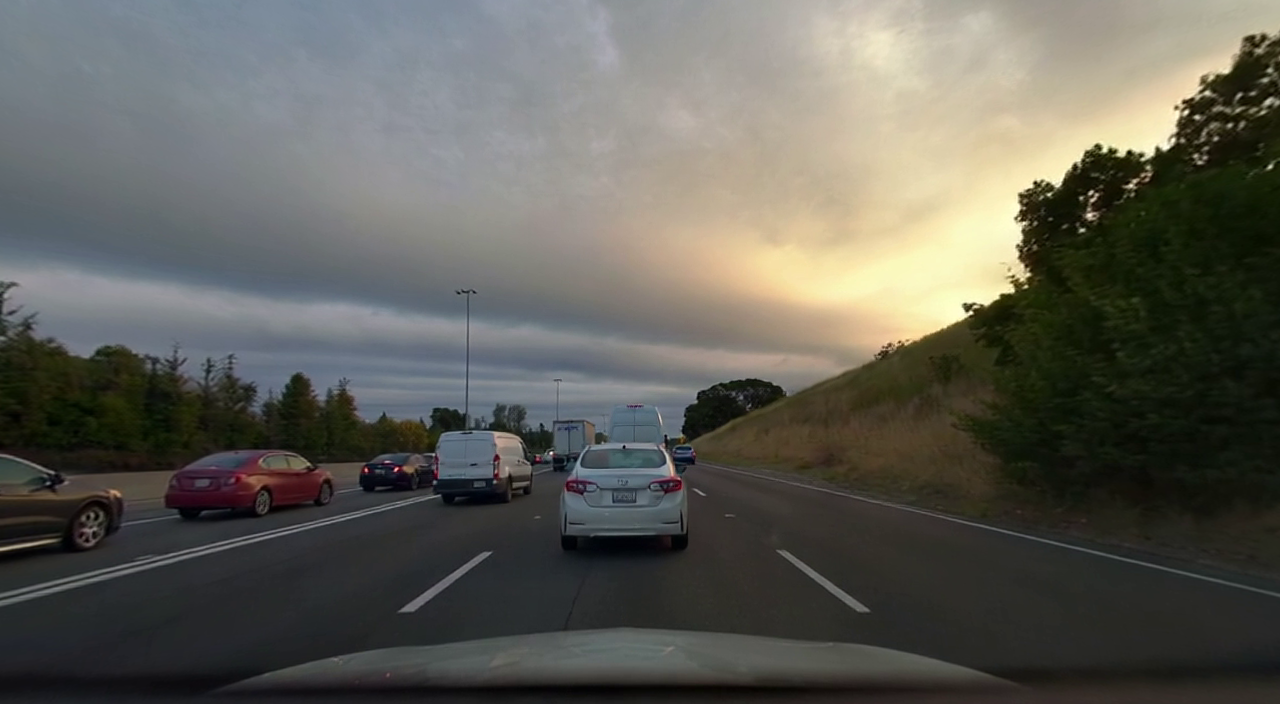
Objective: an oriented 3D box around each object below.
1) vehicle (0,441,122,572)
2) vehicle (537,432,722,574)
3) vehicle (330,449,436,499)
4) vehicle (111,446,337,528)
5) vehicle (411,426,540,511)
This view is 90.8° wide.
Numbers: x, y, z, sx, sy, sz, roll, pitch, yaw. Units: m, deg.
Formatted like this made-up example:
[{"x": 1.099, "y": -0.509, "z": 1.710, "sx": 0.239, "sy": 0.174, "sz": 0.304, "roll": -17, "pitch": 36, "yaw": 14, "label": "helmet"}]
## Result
[{"x": -8.287, "y": 1.683, "z": 6.610, "sx": 1.864, "sy": 1.492, "sz": 4.453, "roll": -1, "pitch": -9, "yaw": 1, "label": "vehicle"}, {"x": -0.145, "y": 1.898, "z": 8.564, "sx": 1.995, "sy": 1.495, "sz": 3.380, "roll": 0, "pitch": -9, "yaw": -1, "label": "vehicle"}, {"x": -8.406, "y": 3.991, "z": 21.050, "sx": 1.826, "sy": 1.465, "sz": 3.916, "roll": -1, "pitch": -9, "yaw": 1, "label": "vehicle"}, {"x": -8.708, "y": 2.823, "z": 13.822, "sx": 1.884, "sy": 1.484, "sz": 4.389, "roll": -1, "pitch": -9, "yaw": 1, "label": "vehicle"}, {"x": -4.126, "y": 3.024, "z": 16.753, "sx": 2.055, "sy": 1.913, "sz": 4.584, "roll": -1, "pitch": -9, "yaw": 2, "label": "vehicle"}]
